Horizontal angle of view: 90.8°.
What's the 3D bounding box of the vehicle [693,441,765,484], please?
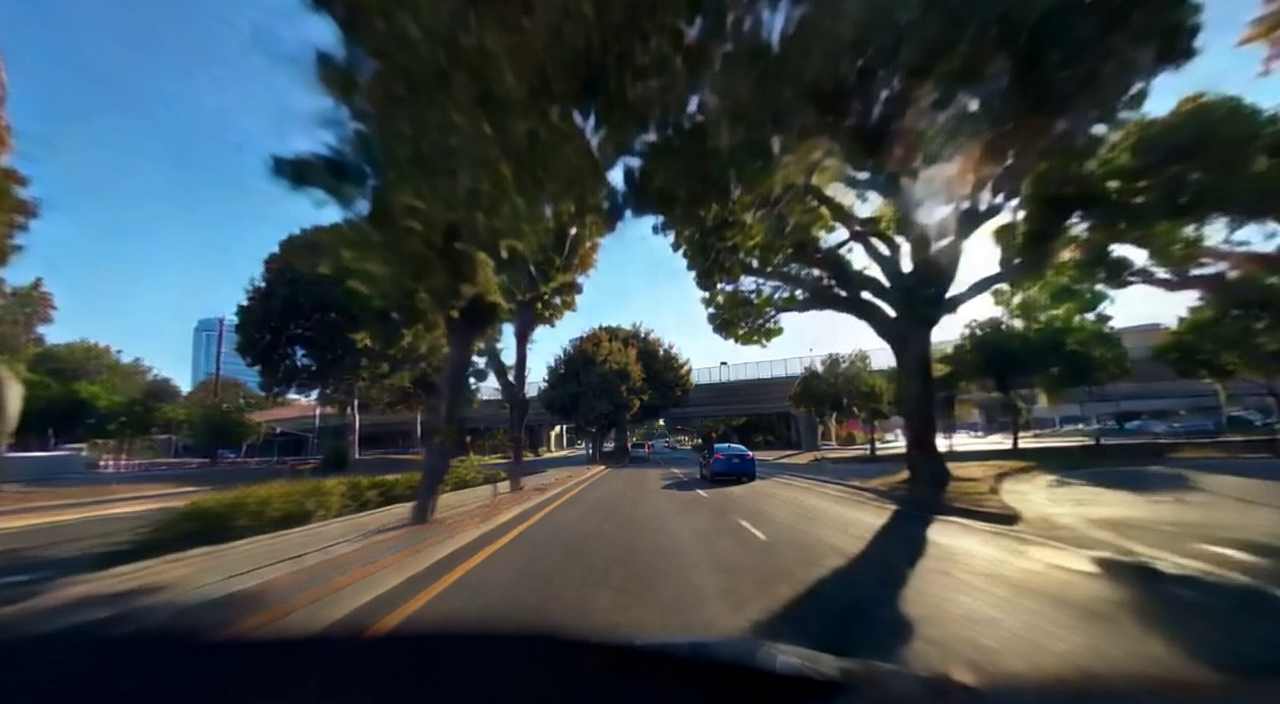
[{"bbox_3d":[3.309,4.217,24.428,2.062,1.484,4.332,0,-8,-1],"label":"vehicle"}]
